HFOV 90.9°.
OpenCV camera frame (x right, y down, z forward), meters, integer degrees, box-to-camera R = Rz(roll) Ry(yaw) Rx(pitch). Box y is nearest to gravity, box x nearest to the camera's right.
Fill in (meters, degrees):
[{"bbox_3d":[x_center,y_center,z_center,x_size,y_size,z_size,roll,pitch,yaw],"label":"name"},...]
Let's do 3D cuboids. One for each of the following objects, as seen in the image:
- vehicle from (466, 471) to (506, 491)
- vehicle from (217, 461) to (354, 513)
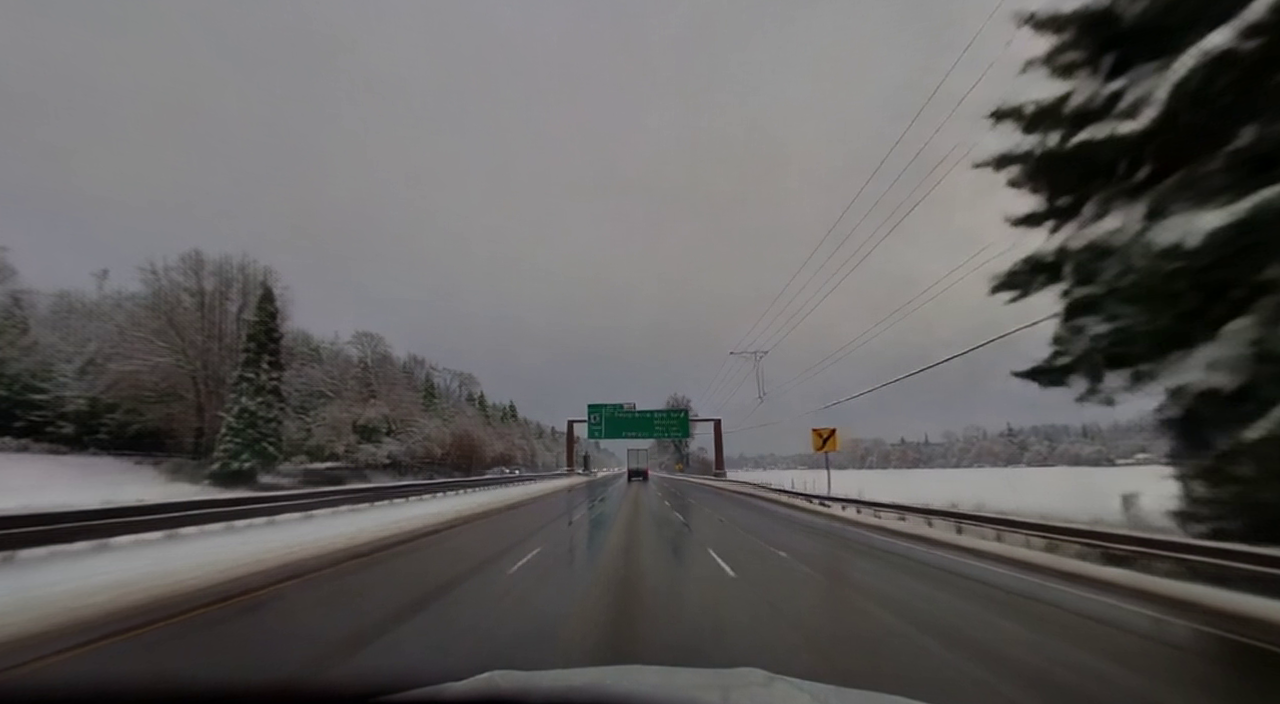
[{"bbox_3d":[-12.079,10.122,49.596,1.988,1.451,4.442,1,-10,0],"label":"vehicle"},{"bbox_3d":[-11.852,4.541,21.534,1.887,1.528,4.789,1,-11,0],"label":"vehicle"}]
